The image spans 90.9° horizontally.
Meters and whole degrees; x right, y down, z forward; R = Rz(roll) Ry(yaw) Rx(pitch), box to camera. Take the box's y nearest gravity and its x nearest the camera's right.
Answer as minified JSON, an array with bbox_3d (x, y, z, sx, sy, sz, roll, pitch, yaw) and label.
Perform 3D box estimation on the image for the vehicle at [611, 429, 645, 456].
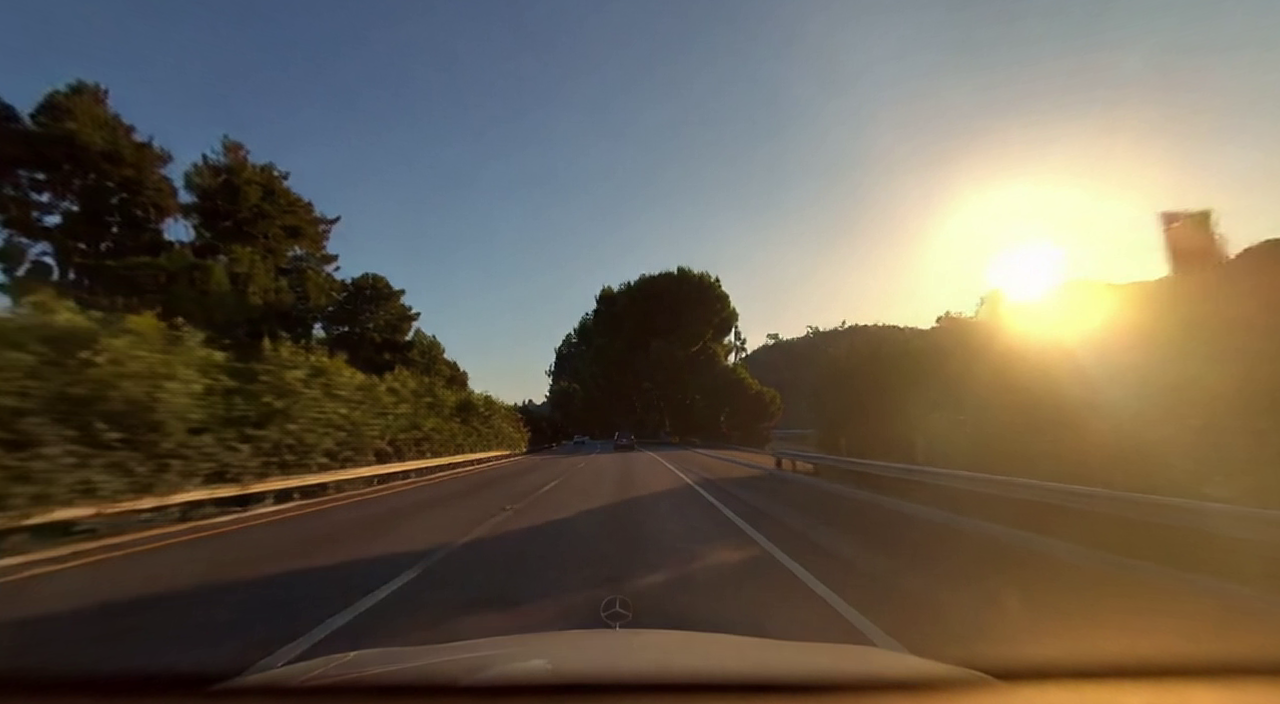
[{"bbox_3d":[-0.804,5.798,40.382,2.041,1.618,3.898,0,-8,-3],"label":"vehicle"}]
